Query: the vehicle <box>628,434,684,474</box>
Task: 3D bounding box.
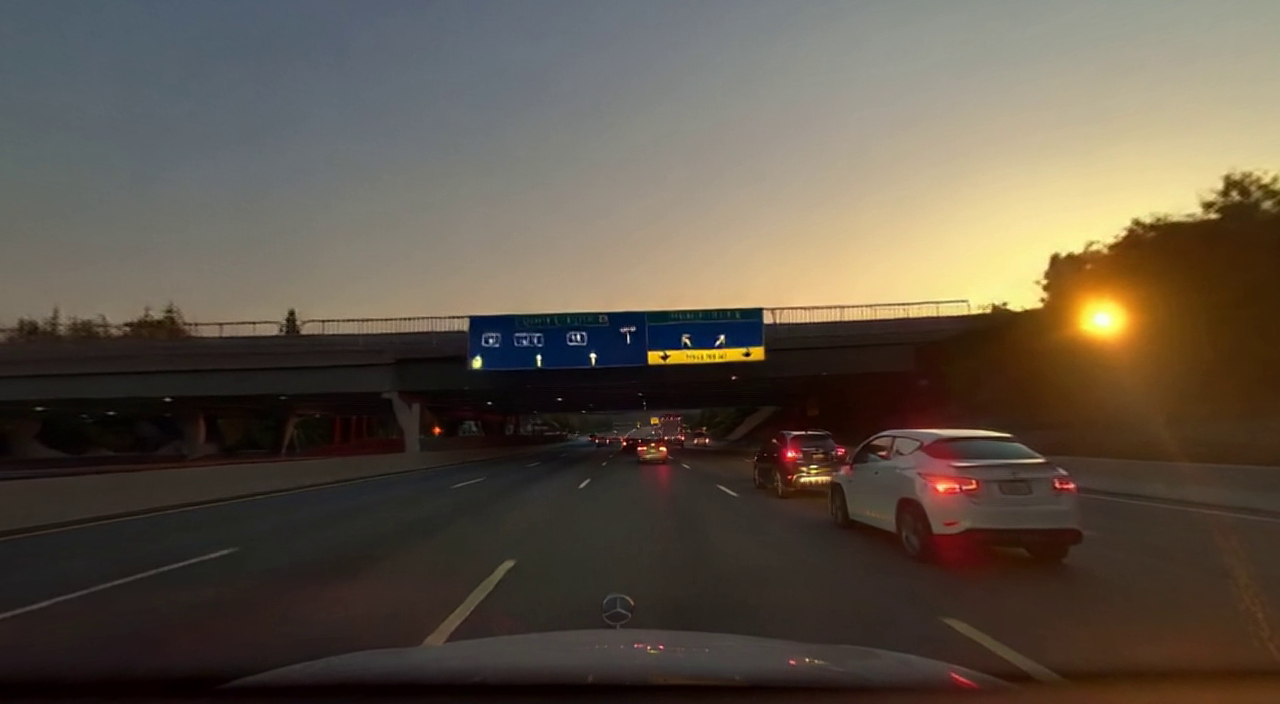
[{"bbox_3d":[0.544,3.977,24.821,2.046,1.467,3.844,0,-8,-1],"label":"vehicle"}]
